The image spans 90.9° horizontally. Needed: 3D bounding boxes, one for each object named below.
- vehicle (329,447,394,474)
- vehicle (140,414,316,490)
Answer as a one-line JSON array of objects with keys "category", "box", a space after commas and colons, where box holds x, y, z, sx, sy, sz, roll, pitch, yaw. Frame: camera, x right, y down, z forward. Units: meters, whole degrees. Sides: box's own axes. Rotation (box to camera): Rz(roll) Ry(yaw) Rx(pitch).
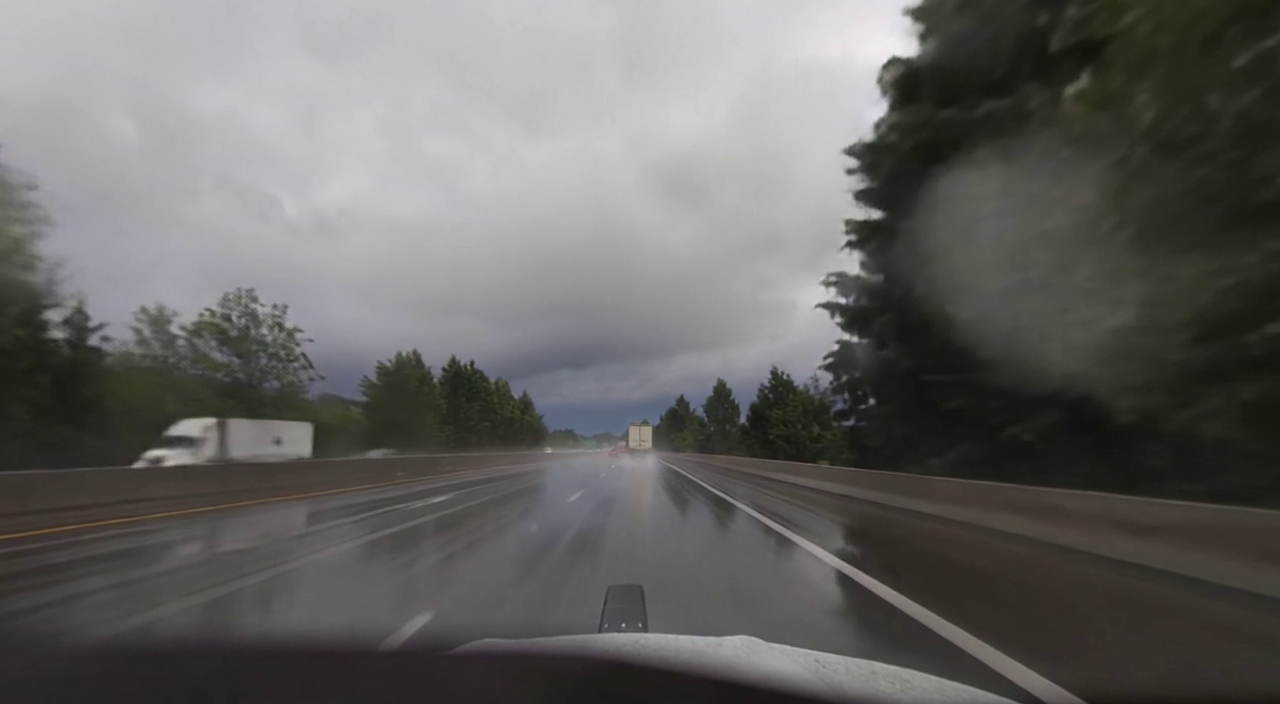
[{"category": "vehicle", "box": [-15.820, 6.189, 36.024, 1.788, 1.436, 4.029, 0, -9, 1]}, {"category": "vehicle", "box": [-23.187, 5.775, 36.571, 3.203, 3.774, 10.121, 0, -9, 1]}]
